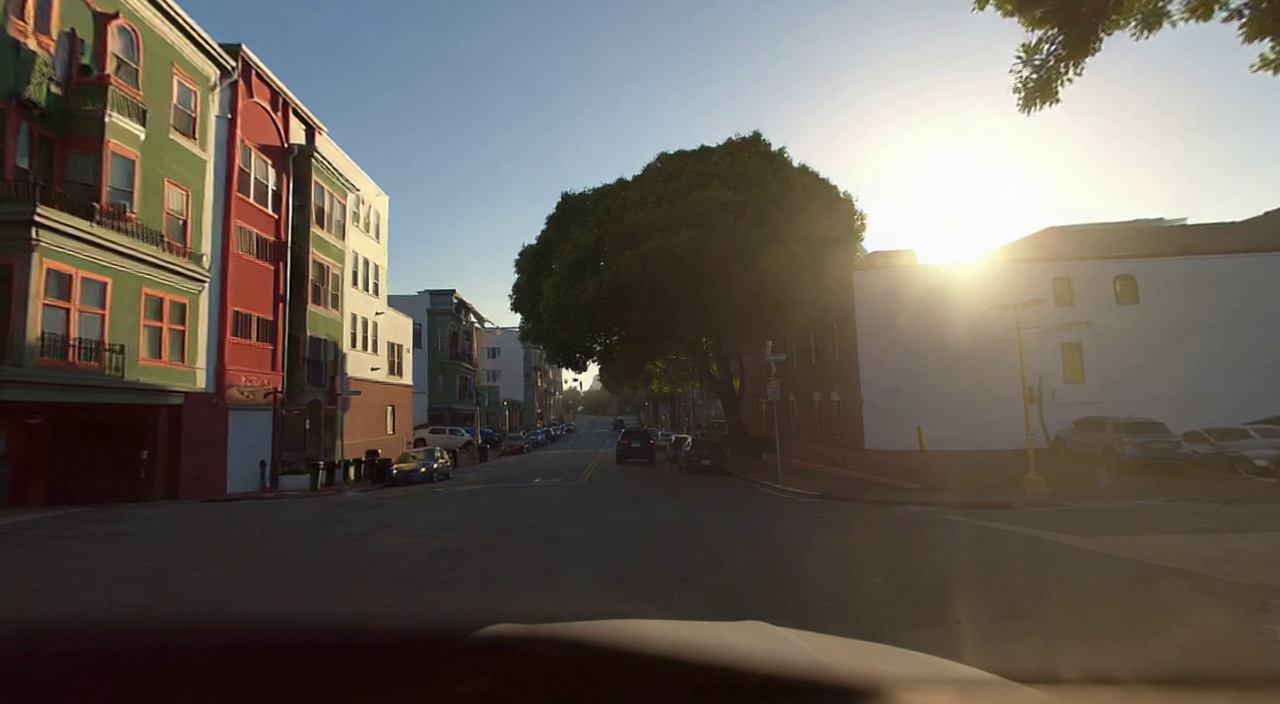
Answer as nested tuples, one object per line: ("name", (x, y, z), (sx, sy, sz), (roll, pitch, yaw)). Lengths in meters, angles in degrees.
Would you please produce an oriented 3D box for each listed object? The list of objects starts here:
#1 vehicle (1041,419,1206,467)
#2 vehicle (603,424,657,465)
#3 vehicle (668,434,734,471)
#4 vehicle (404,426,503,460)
("vehicle", (15.333, 2.919, 20.146), (3.752, 1.453, 1.709), (0, -9, 2))
("vehicle", (-0.544, 4.484, 30.522), (2.412, 1.834, 4.636), (0, -8, -2))
("vehicle", (2.505, 4.300, 27.082), (2.290, 1.456, 4.503), (0, -9, -1))
("vehicle", (-11.462, 5.593, 38.865), (5.540, 1.950, 2.113), (4, -12, -28))
